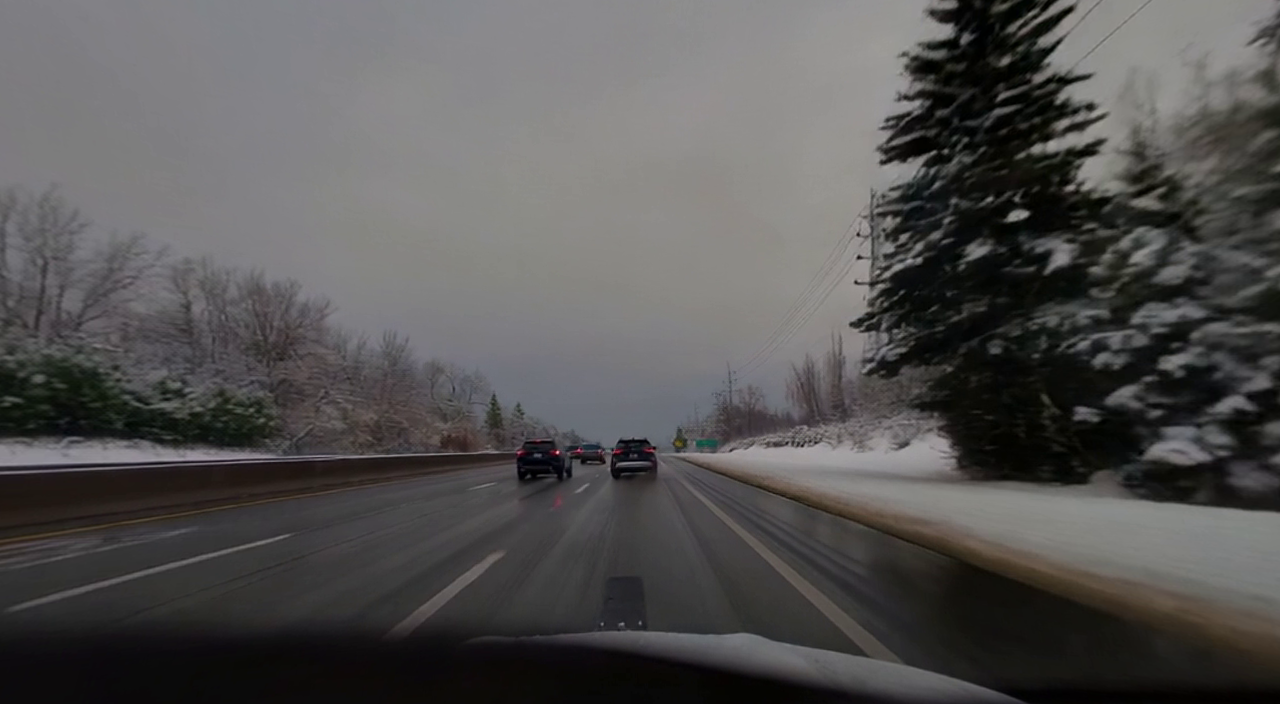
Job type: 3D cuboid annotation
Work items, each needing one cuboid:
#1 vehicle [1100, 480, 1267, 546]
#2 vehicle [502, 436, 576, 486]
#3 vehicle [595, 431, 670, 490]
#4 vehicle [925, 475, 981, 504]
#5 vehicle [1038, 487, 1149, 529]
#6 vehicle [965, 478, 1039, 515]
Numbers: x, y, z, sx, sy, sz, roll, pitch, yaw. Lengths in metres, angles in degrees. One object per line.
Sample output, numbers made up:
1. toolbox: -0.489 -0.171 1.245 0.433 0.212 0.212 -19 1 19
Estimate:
1. vehicle: 18.500 5.463 21.820 1.965 1.761 4.363 -1 -9 3
2. vehicle: -3.853 4.236 24.882 2.104 1.754 4.515 0 -8 1
3. vehicle: -0.244 3.701 21.854 2.319 1.813 4.274 0 -8 0
4. vehicle: 21.515 9.435 43.526 1.820 1.768 4.621 -3 -11 5
5. vehicle: 20.151 6.933 28.300 1.801 1.469 4.315 -3 -11 2
6. vehicle: 19.882 7.912 34.807 1.832 1.624 4.158 -1 -9 4
